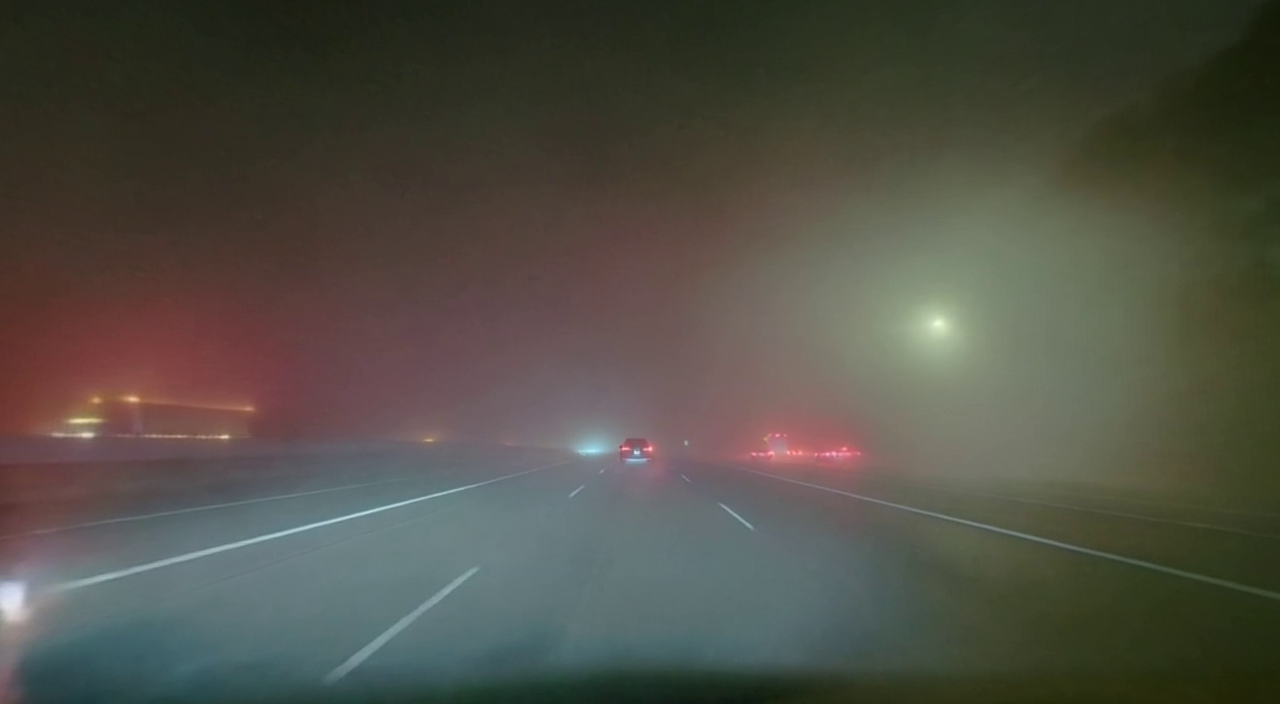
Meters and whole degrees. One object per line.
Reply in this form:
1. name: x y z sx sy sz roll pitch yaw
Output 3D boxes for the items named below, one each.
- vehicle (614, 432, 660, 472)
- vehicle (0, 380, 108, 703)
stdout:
1. vehicle: -0.165 5.224 33.053 2.269 1.924 4.596 0 -8 0
2. vehicle: -3.419 0.591 0.241 2.140 1.574 4.946 0 -8 0
